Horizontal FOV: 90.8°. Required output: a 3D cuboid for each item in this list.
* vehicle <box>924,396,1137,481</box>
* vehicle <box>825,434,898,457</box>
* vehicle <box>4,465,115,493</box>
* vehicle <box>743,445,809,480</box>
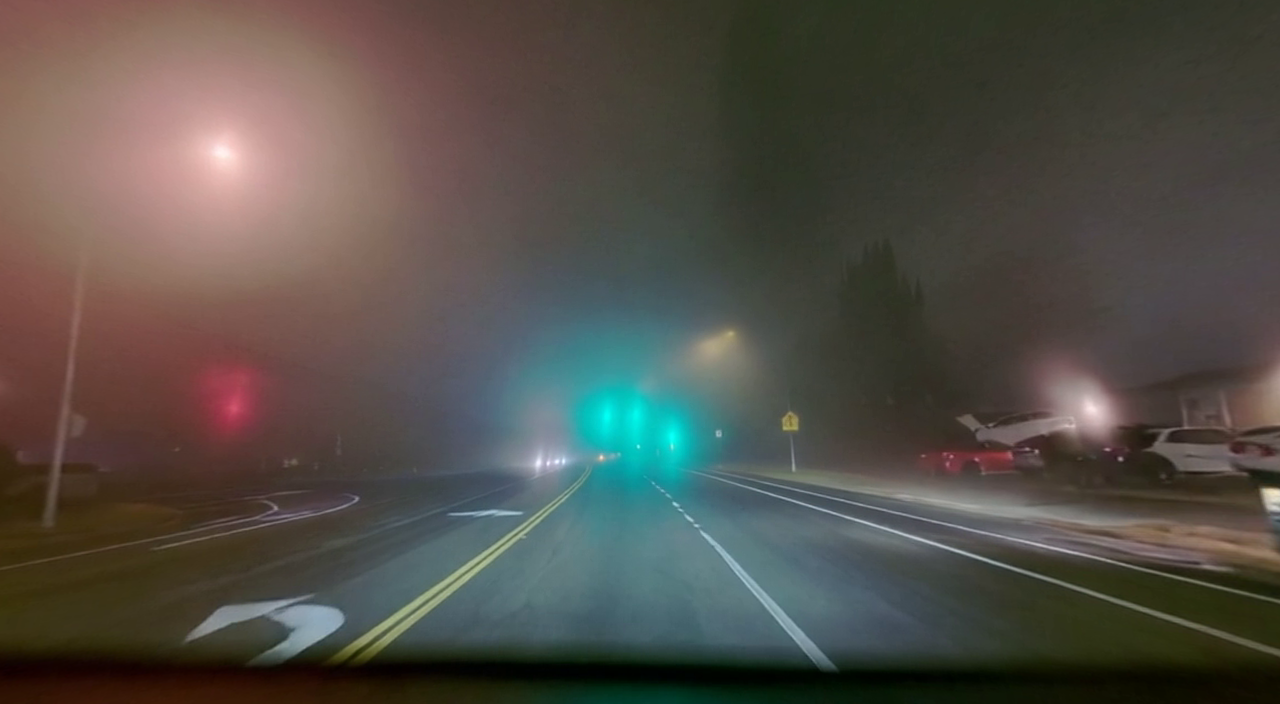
[{"bbox_3d":[12.816,2.880,21.086,5.348,2.455,2.419,-2,-9,-1],"label":"vehicle"},{"bbox_3d":[16.348,6.945,46.748,4.658,1.468,1.905,-3,-9,-1],"label":"vehicle"},{"bbox_3d":[-32.375,7.077,35.309,4.242,1.473,1.820,0,-9,-2],"label":"vehicle"},{"bbox_3d":[6.150,5.041,29.142,1.969,1.495,4.328,0,-9,-2],"label":"vehicle"}]
